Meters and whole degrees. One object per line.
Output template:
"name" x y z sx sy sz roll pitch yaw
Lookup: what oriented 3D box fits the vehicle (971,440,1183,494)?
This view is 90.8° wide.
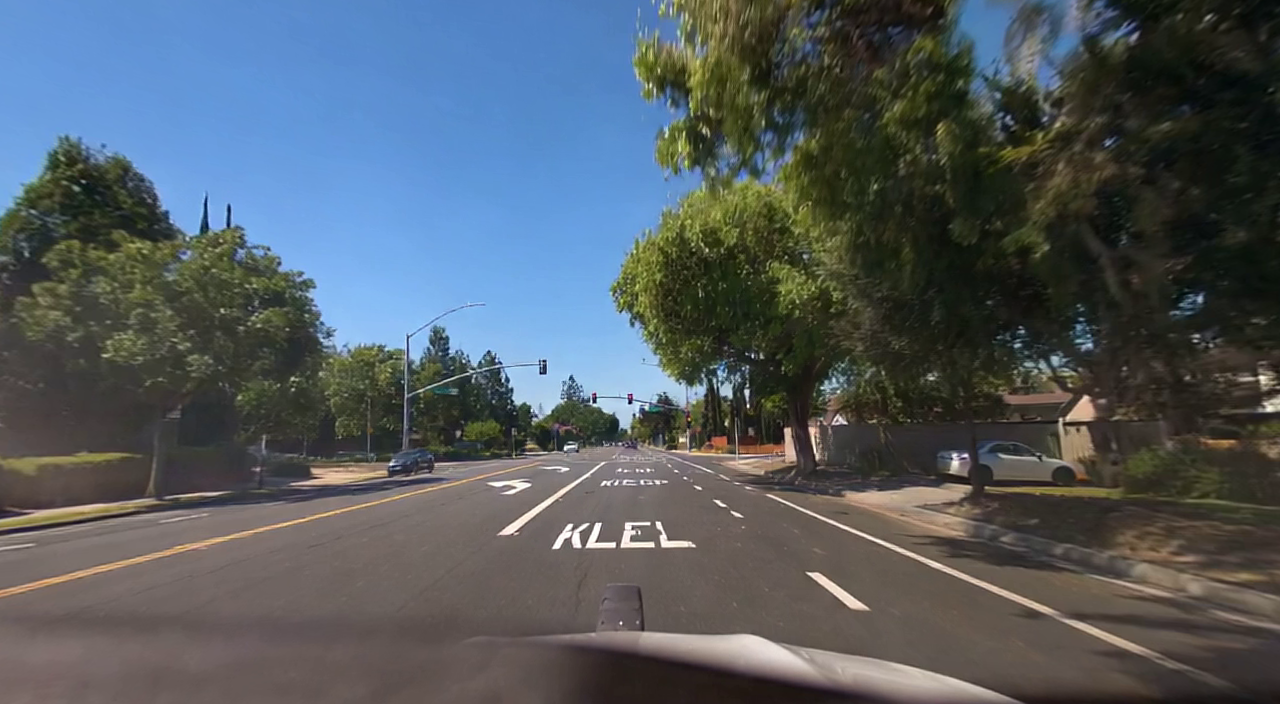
"vehicle" 12.377 3.270 18.153 4.539 1.404 2.008 -1 -8 2

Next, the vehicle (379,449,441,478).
"vehicle" -12.957 6.292 35.917 1.851 1.482 4.443 0 -8 0
